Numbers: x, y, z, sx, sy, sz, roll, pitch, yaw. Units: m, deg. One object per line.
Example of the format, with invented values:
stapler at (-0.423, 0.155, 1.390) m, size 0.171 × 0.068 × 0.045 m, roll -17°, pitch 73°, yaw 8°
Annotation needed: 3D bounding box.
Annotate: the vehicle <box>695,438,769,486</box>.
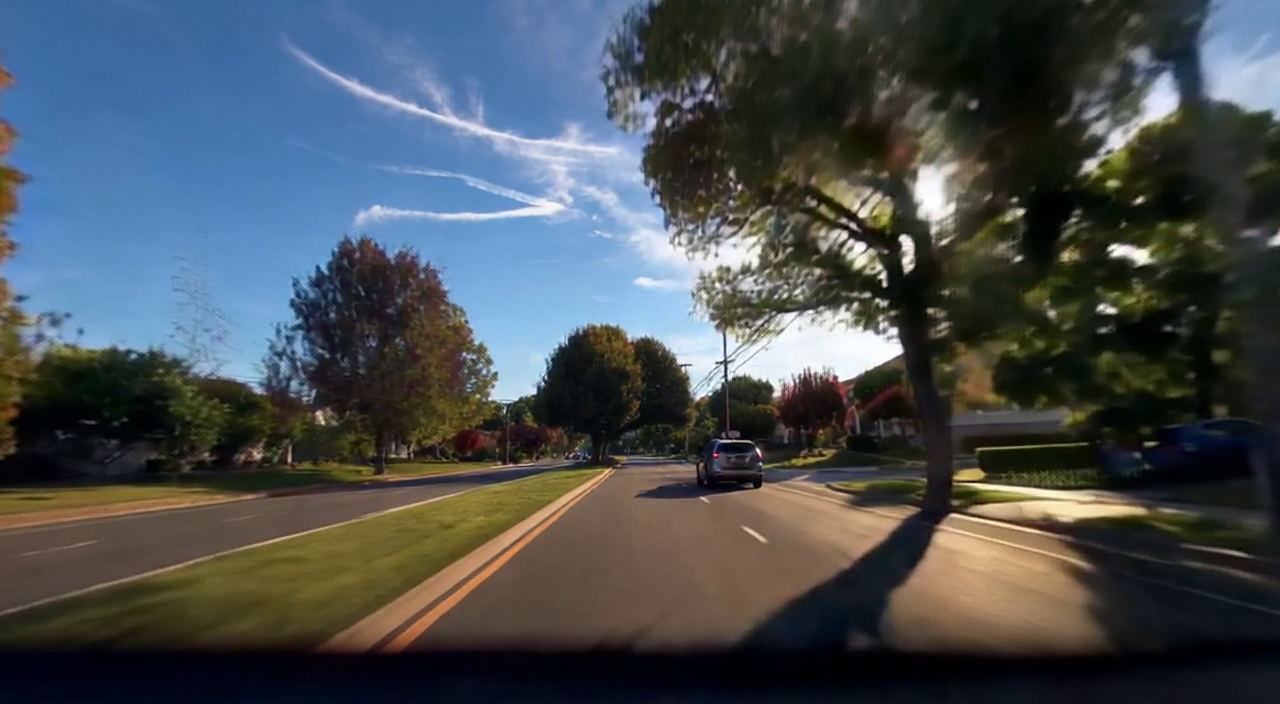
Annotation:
vehicle at (3.650, 4.459, 25.977) m, size 2.193 × 1.777 × 4.772 m, roll 0°, pitch -9°, yaw -1°
